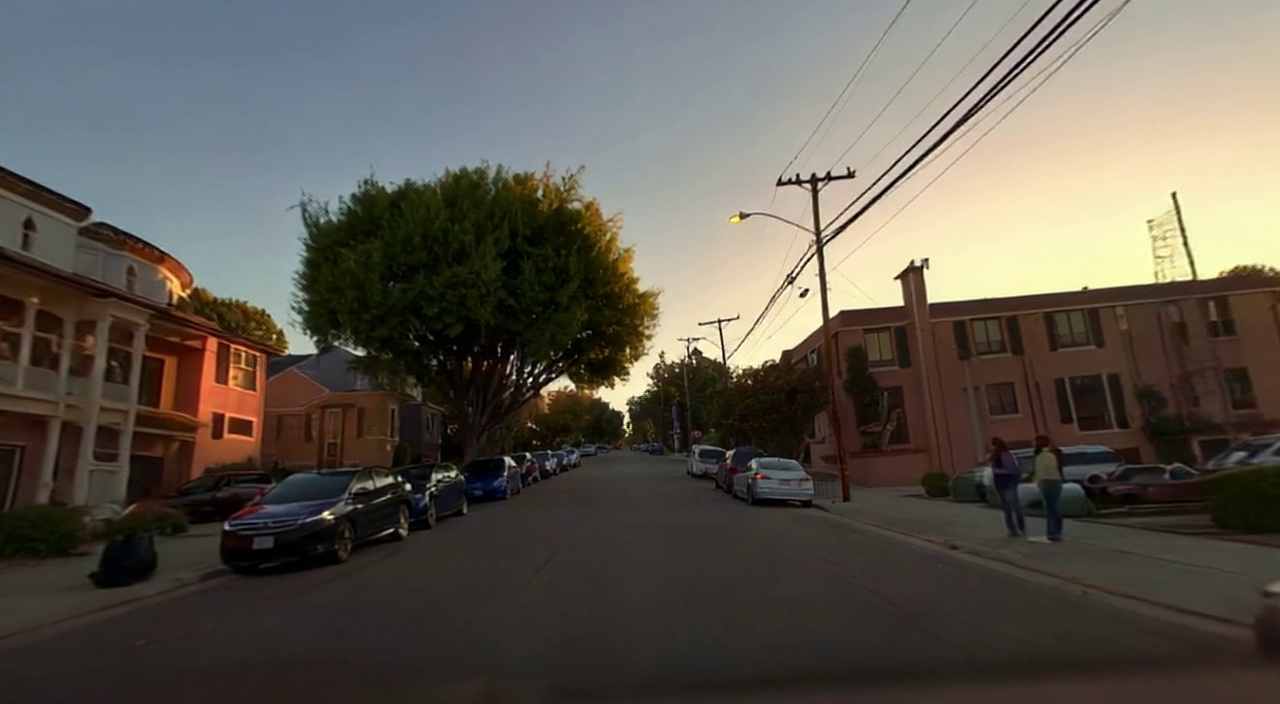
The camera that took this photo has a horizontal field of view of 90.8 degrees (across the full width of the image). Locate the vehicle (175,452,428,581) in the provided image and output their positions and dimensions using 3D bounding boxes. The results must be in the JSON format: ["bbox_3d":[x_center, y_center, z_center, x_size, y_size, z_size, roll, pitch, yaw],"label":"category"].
[{"bbox_3d":[-5.385,2.607,10.926,2.032,1.716,4.382,0,-9,-2],"label":"vehicle"}]

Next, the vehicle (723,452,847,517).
[{"bbox_3d":[3.808,3.563,17.607,2.174,1.504,4.809,0,-9,-2],"label":"vehicle"}]

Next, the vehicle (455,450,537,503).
[{"bbox_3d":[-5.930,5.164,26.819,2.184,1.958,5.757,0,-9,-1],"label":"vehicle"}]

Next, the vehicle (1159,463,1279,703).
[{"bbox_3d":[4.076,0.886,1.154,2.057,1.511,4.858,-4,-11,0],"label":"vehicle"}]

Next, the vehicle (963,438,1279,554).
[{"bbox_3d":[7.811,2.125,9.688,4.546,1.537,2.076,-1,-9,2],"label":"vehicle"}]
